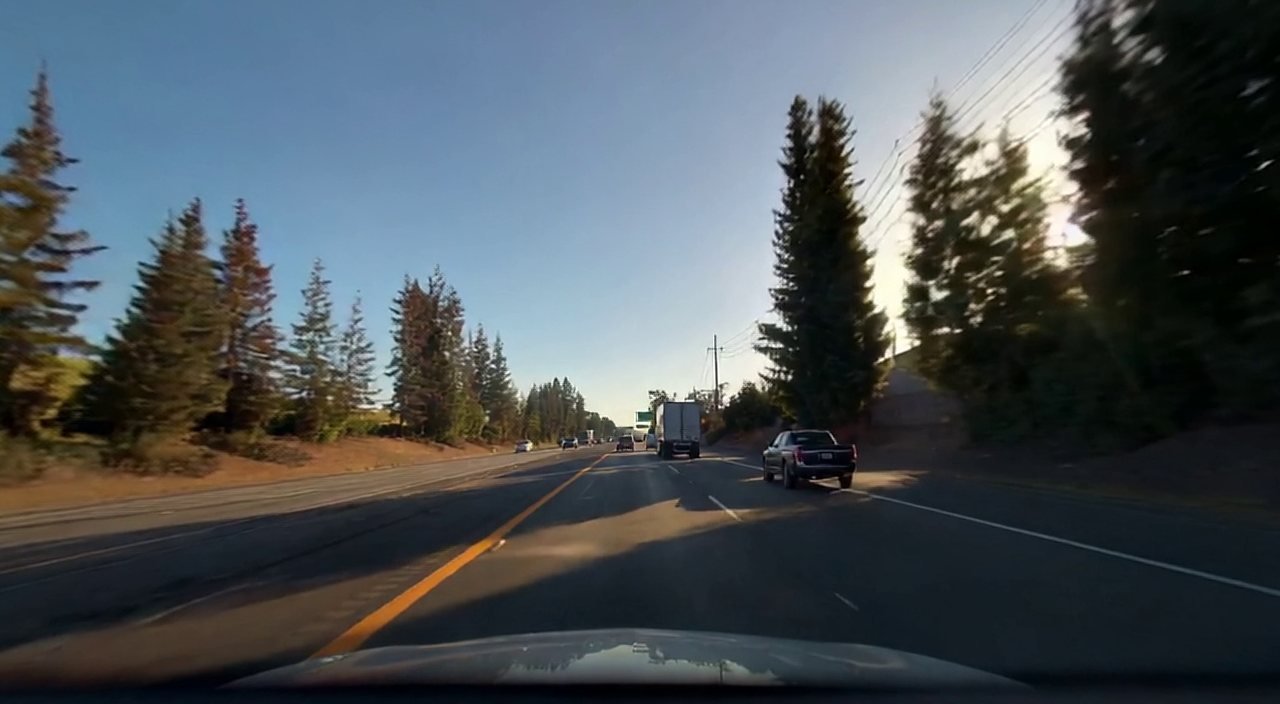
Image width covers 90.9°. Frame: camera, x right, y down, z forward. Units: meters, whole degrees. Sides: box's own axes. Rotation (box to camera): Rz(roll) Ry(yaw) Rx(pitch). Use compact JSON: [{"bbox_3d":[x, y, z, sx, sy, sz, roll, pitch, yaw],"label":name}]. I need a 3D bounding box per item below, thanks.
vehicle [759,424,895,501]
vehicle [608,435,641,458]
[{"bbox_3d":[4.241,2.548,15.016,1.930,1.573,3.853,0,-8,-2],"label":"vehicle"},{"bbox_3d":[-1.019,6.354,42.490,2.163,1.466,3.693,0,-8,-1],"label":"vehicle"}]
